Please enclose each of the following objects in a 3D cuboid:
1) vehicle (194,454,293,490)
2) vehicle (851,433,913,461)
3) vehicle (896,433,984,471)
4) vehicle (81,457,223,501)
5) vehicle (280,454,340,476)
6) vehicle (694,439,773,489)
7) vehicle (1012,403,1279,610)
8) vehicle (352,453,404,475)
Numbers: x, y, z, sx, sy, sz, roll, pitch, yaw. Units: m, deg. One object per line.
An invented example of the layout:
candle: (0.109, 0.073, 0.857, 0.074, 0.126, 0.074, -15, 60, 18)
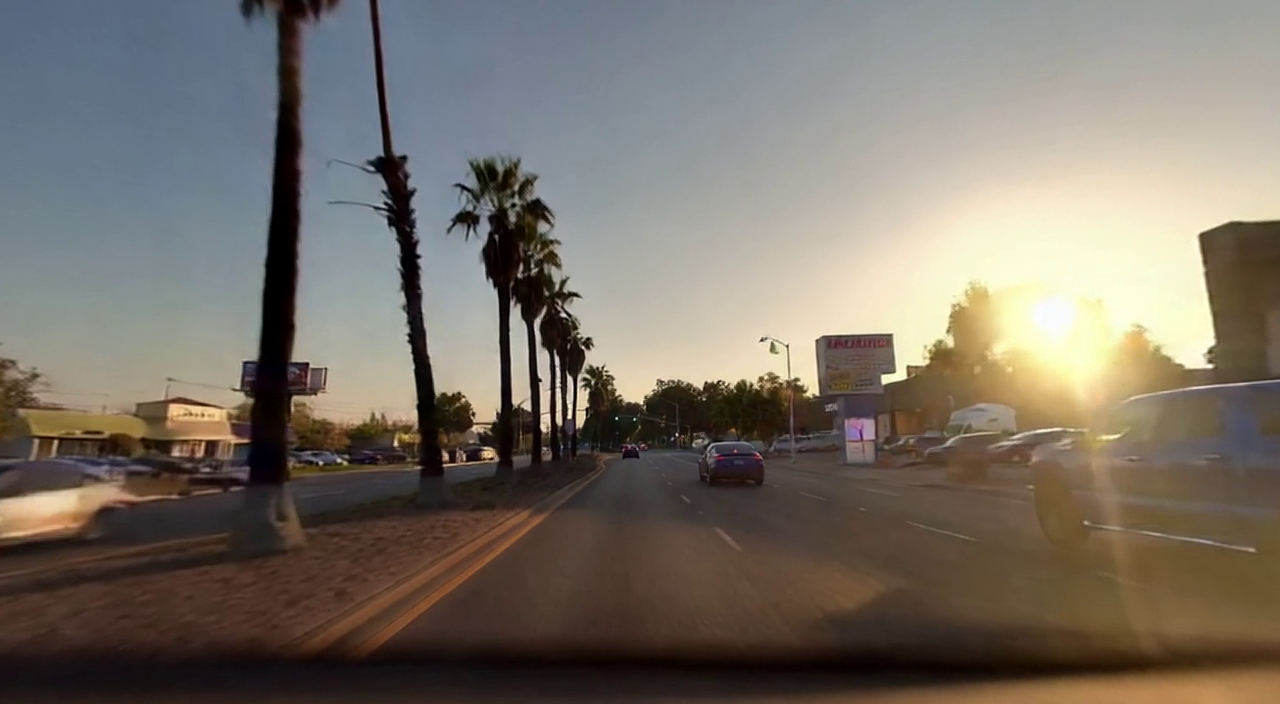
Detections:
vehicle: (-19.420, 5.878, 31.247, 1.840, 1.524, 4.923, -1, -9, -2)
vehicle: (18.320, 7.233, 48.157, 2.300, 1.966, 6.004, 0, -9, -1)
vehicle: (15.518, 5.207, 33.028, 2.067, 1.772, 4.910, 0, -9, -2)
vehicle: (-19.322, 5.015, 25.397, 1.983, 1.492, 4.904, 0, -9, -3)
vehicle: (-24.692, 8.427, 47.506, 1.899, 1.499, 4.911, 0, -9, -1)
vehicle: (3.100, 3.804, 21.796, 1.889, 1.541, 4.303, 0, -9, -2)
vehicle: (6.100, 1.321, 5.681, 2.140, 1.606, 5.437, 0, -9, -1)
vehicle: (-19.647, 8.392, 47.557, 1.900, 1.481, 4.684, 0, -9, 0)
